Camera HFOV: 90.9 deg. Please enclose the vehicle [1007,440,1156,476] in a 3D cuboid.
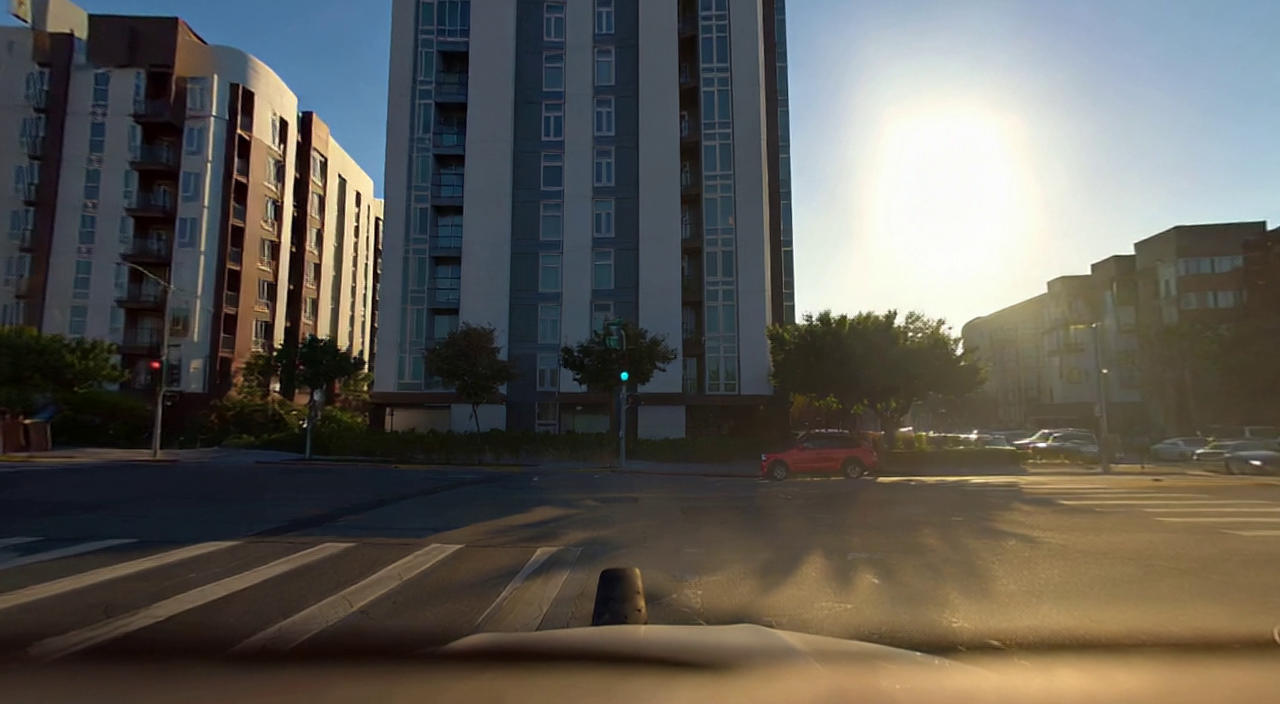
[{"bbox_3d":[18.571,4.468,26.689,4.823,1.458,1.914,0,-9,-1],"label":"vehicle"}]
